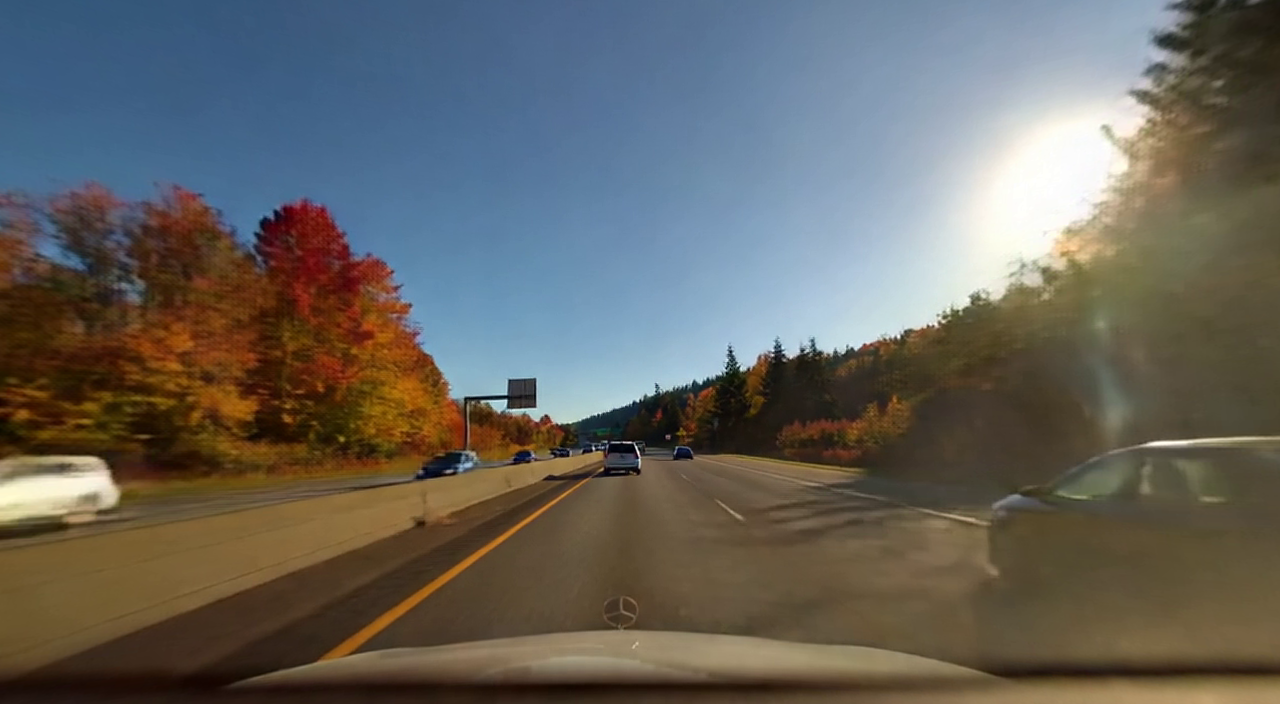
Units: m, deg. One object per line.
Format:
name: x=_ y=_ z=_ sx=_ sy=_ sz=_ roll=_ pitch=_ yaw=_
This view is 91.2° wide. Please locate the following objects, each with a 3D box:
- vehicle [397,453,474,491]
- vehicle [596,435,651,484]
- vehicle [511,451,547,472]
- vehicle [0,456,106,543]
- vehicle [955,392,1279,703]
vehicle: x=-9.046 y=5.316 z=28.137 sx=1.960 sy=1.514 sz=4.307 roll=0 pitch=-9 yaw=0
vehicle: x=-0.597 y=4.110 z=24.272 sx=1.937 sy=1.699 sz=3.936 roll=0 pitch=-9 yaw=0
vehicle: x=-8.504 y=8.360 z=48.252 sx=1.950 sy=1.479 sz=4.517 roll=-1 pitch=-9 yaw=0
vehicle: x=-13.117 y=2.860 z=12.101 sx=1.914 sy=1.600 sz=4.188 roll=0 pitch=-9 yaw=0
vehicle: x=3.952 y=1.055 z=3.715 sx=1.843 sy=1.505 sz=4.339 roll=0 pitch=-9 yaw=-1
